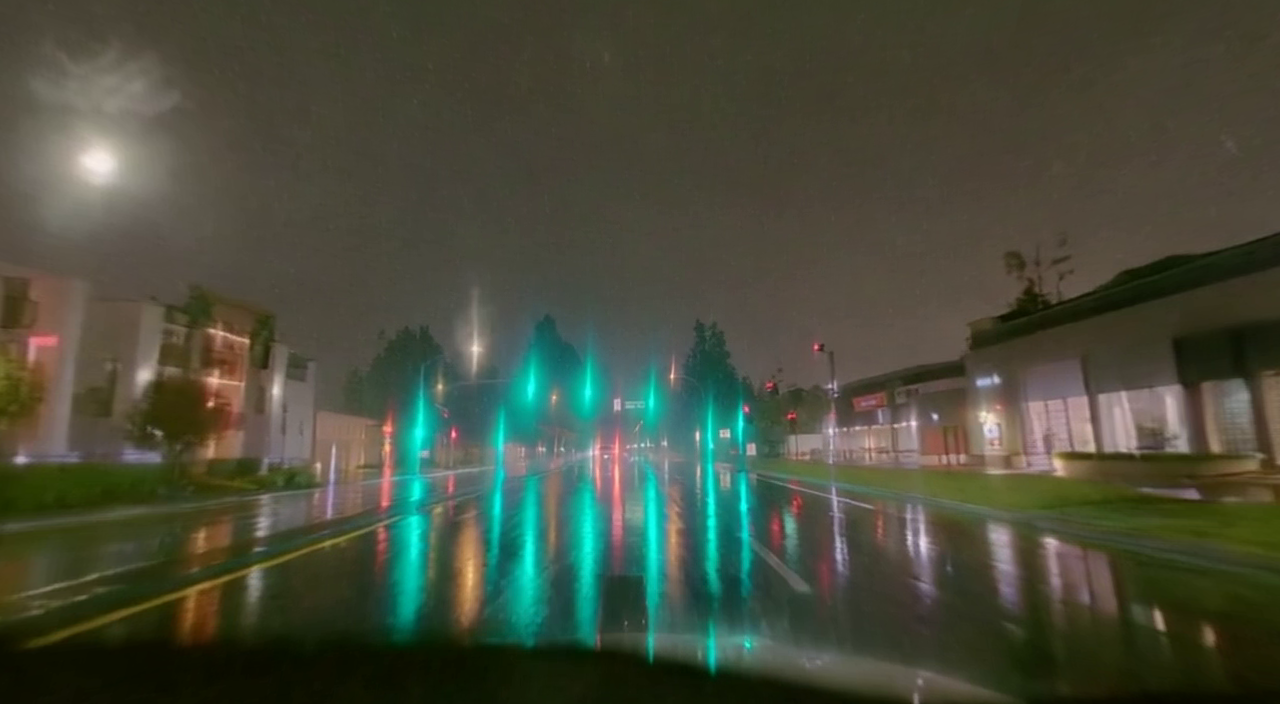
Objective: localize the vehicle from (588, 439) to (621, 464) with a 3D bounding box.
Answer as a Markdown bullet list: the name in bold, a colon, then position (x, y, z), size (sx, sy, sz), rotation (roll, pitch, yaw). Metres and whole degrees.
- **vehicle**: position (-2.653, 7.634, 48.644), size (2.250, 1.791, 4.300), rotation (0, -8, 1)
